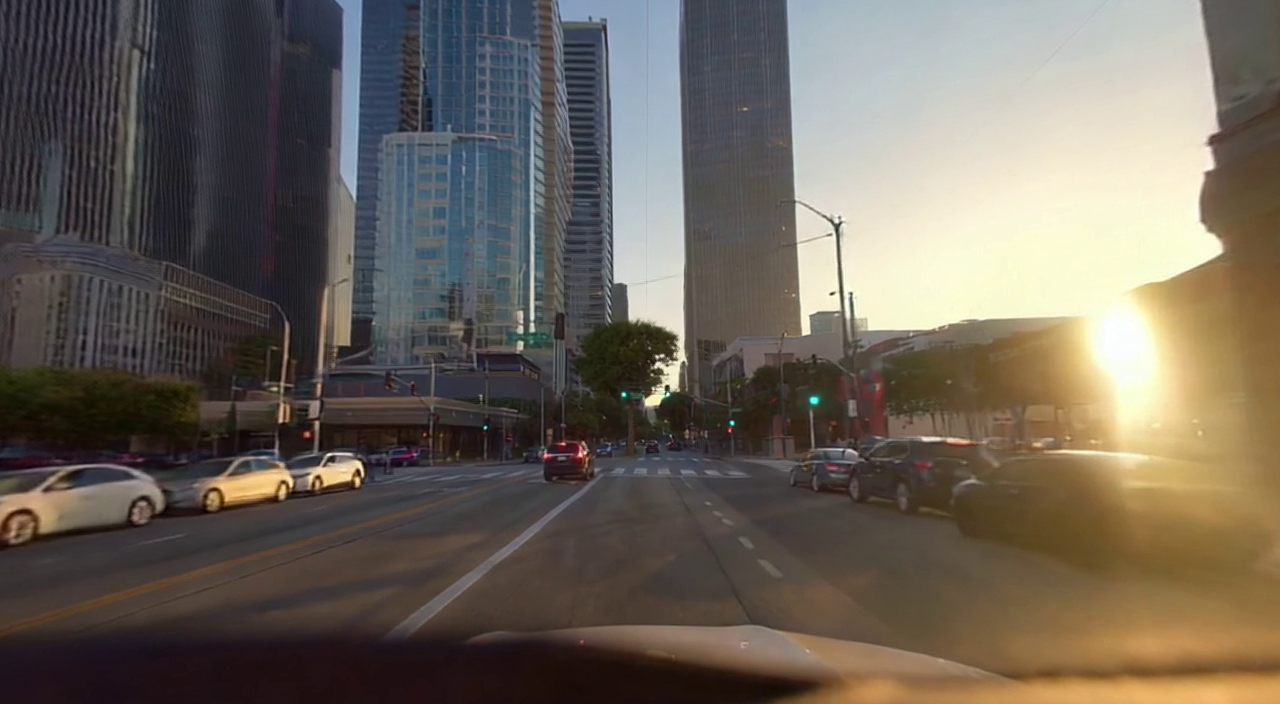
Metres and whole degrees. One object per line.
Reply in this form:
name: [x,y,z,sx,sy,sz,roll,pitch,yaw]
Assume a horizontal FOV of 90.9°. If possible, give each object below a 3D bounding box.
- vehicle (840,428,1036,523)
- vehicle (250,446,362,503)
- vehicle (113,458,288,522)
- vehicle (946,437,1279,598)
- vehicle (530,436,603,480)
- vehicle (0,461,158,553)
vehicle: [6.083,2.562,13.697,1.918,1.674,4.779,0,-8,0]
vehicle: [-12.132,4.416,23.245,1.890,1.781,4.331,-3,-8,-2]
vehicle: [-12.204,3.810,17.965,1.808,1.475,4.550,0,-8,-2]
vehicle: [5.893,1.864,8.103,1.760,1.471,4.453,0,-8,1]
vehicle: [-2.610,3.940,23.674,2.014,1.480,4.780,0,-8,2]
vehicle: [-12.244,3.053,12.732,1.845,1.493,4.107,-2,-8,-2]
